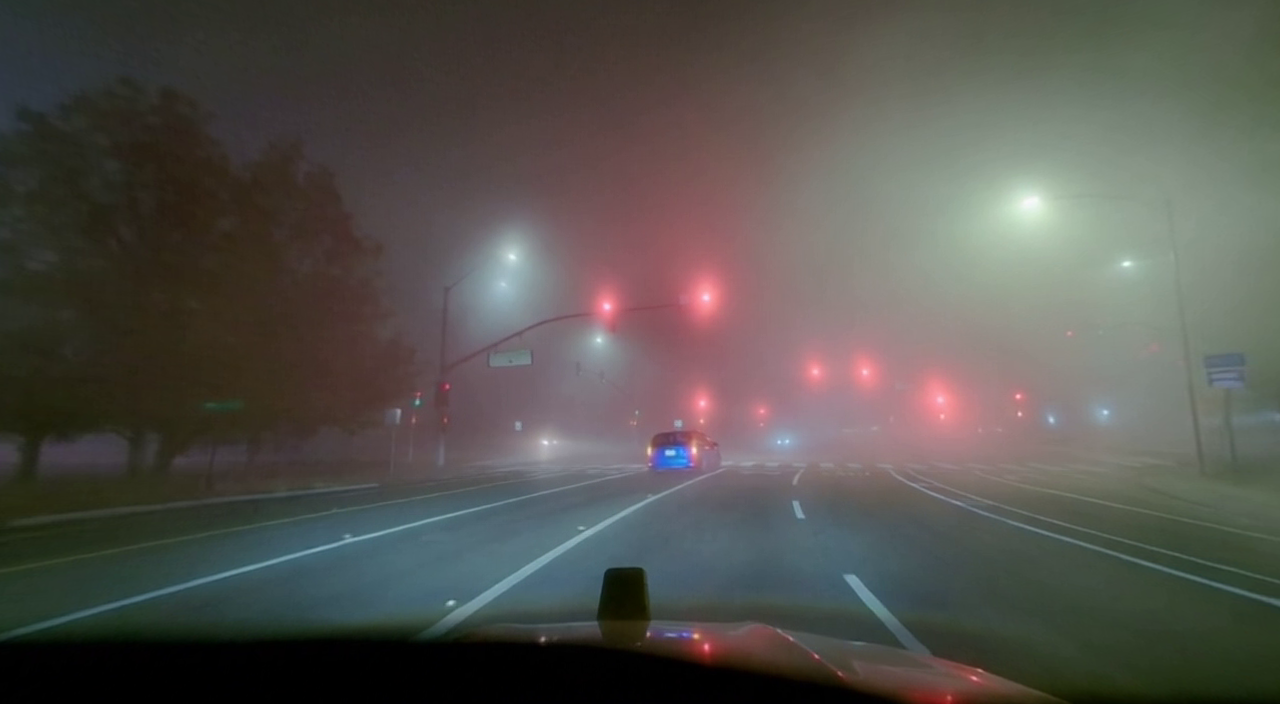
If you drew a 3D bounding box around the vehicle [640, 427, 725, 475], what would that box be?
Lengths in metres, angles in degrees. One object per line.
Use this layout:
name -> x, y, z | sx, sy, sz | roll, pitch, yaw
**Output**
vehicle -> 1.658, 3.612, 23.127 | 2.055, 1.573, 4.065 | -3, -9, 19
